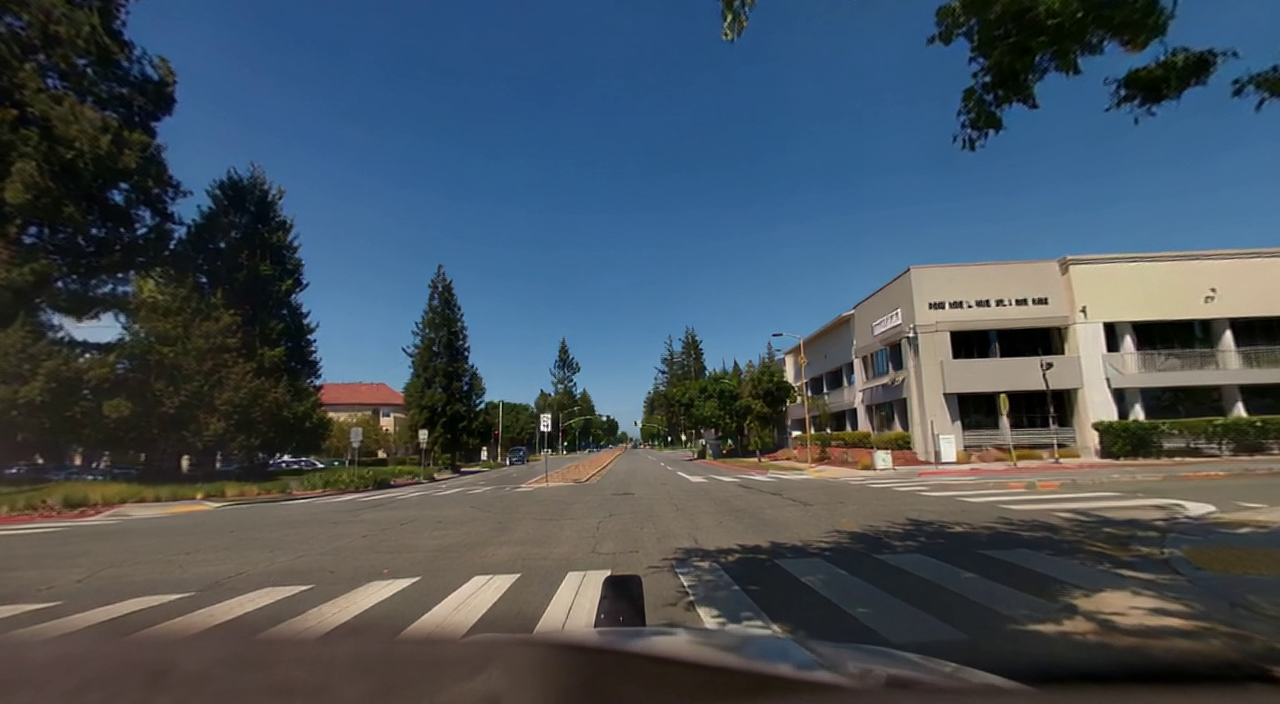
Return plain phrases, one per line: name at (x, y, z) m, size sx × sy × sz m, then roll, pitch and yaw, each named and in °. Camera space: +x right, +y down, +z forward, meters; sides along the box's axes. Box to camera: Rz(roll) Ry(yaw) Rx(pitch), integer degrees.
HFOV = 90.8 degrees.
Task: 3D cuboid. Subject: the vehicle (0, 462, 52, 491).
vehicle at (-36.885, 7.189, 36.484) m, size 1.871 × 1.523 × 4.028 m, roll 0°, pitch -9°, yaw 1°
